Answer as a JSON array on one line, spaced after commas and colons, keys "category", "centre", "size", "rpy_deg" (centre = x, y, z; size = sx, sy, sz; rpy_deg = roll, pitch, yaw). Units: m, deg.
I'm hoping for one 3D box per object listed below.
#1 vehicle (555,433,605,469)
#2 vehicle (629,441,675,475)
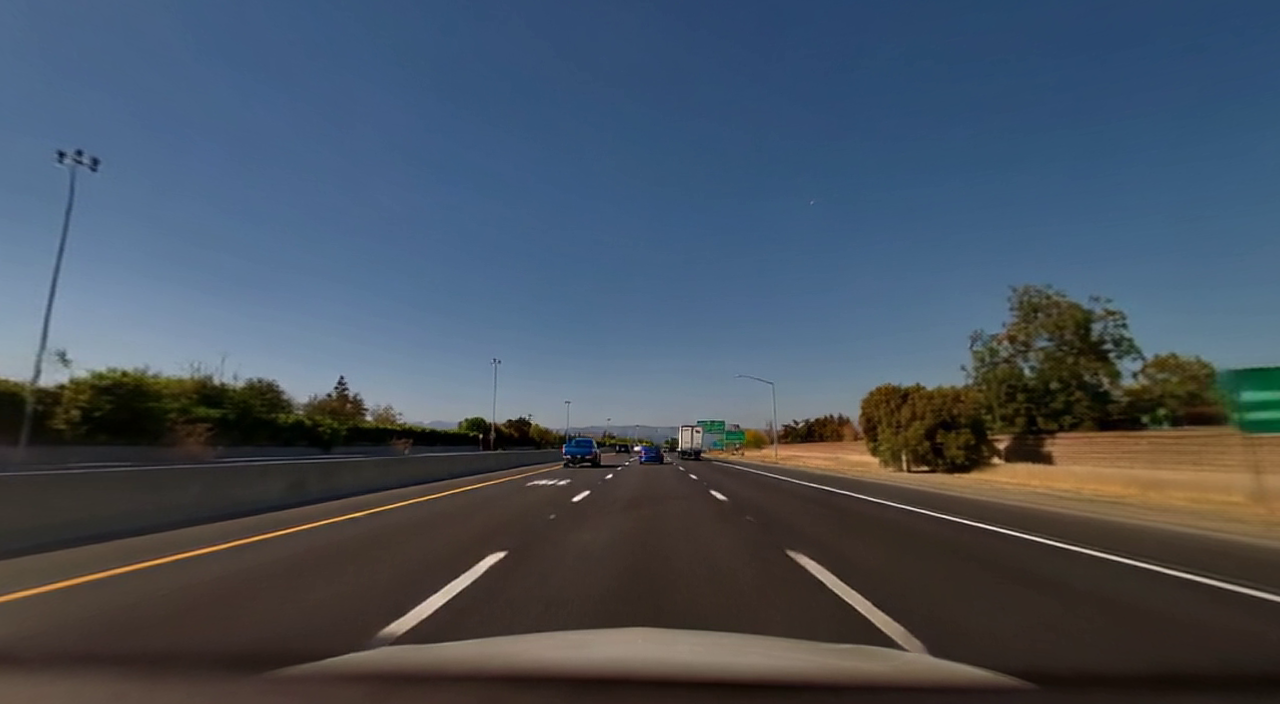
[{"category": "vehicle", "centre": [-3.378, 5.700, 36.289], "size": [2.264, 1.901, 4.647], "rpy_deg": [0, -9, 2]}, {"category": "vehicle", "centre": [0.591, 5.170, 30.995], "size": [2.086, 1.548, 4.325], "rpy_deg": [0, -9, 1]}]
